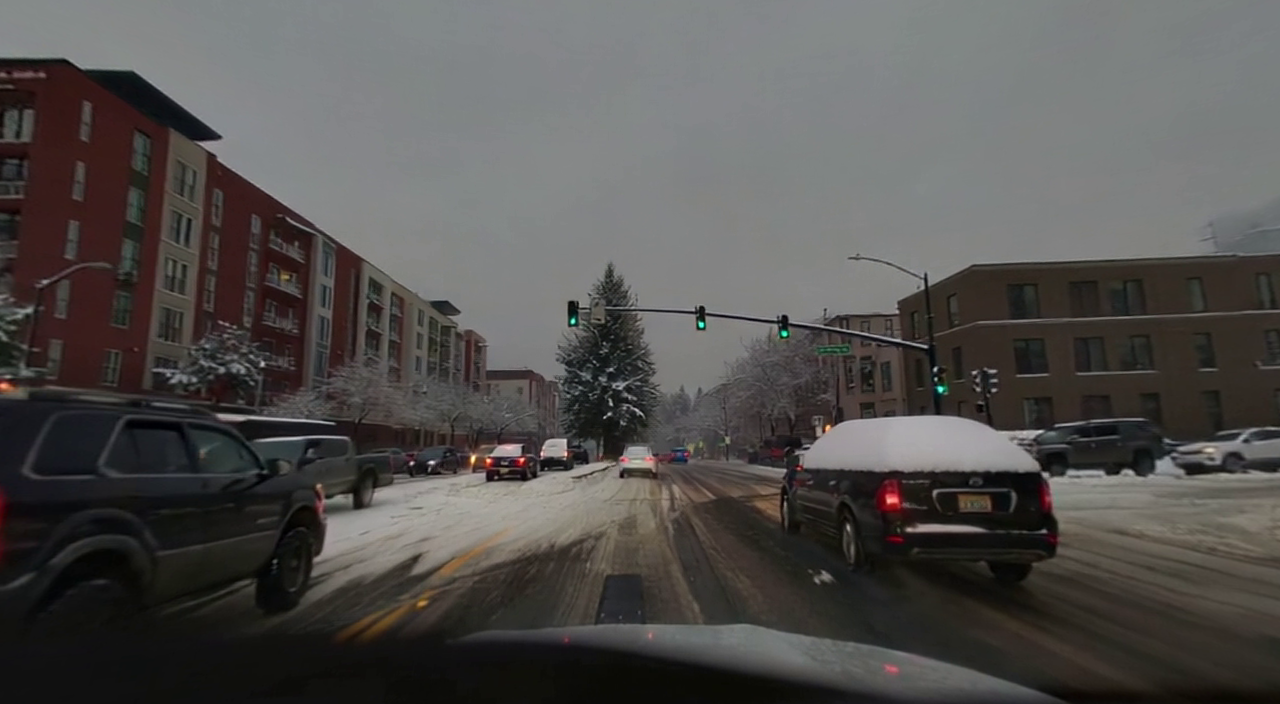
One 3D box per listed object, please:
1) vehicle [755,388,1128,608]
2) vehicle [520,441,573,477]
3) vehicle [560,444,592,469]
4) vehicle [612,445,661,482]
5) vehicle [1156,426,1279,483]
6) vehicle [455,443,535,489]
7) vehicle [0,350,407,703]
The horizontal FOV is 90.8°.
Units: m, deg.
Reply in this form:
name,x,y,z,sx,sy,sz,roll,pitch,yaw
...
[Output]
name,x,y,z,sx,sy,sz,roll,pitch,yaw
vehicle,3.019,1.584,7.838,2.129,1.844,4.767,0,-8,-2
vehicle,-5.102,5.877,35.081,2.275,1.816,4.923,0,-8,-1
vehicle,-4.953,8.102,49.358,2.009,1.837,5.590,0,-8,-1
vehicle,-0.176,4.921,28.280,2.059,1.492,4.033,0,-8,-1
vehicle,17.784,2.883,17.989,4.440,1.504,2.216,1,-8,-7
vehicle,-5.638,4.489,25.187,2.062,1.532,4.830,-2,-9,0
vehicle,-3.550,1.246,5.178,2.031,1.873,4.581,1,-8,-7
